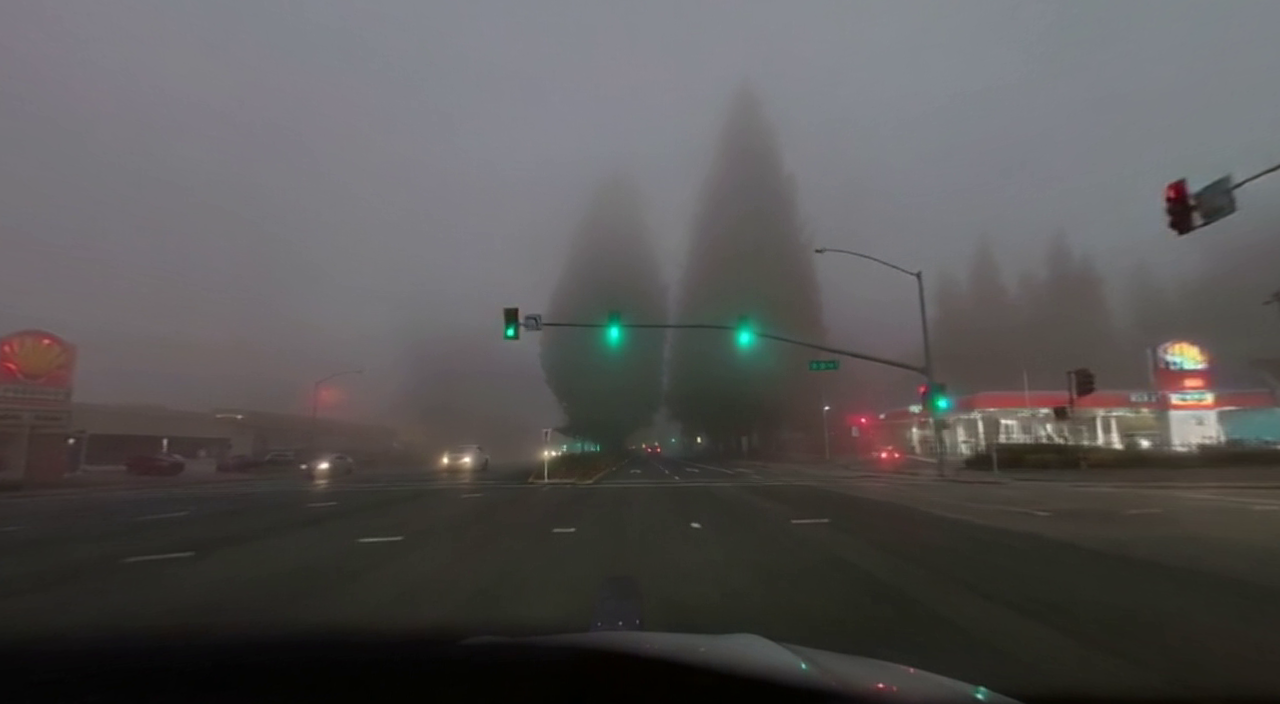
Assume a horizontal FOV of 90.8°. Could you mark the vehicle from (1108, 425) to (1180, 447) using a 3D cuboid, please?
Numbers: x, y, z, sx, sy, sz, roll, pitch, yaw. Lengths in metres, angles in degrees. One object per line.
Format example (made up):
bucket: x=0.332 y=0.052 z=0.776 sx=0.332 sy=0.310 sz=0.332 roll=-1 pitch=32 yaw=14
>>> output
vehicle: x=39.666 y=6.668 z=49.840 sx=1.929 sy=1.589 sz=4.430 roll=0 pitch=-9 yaw=-2

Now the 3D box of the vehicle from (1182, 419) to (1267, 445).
vehicle: x=45.116 y=6.254 z=48.884 sx=1.932 sy=1.875 sz=4.769 roll=0 pitch=-9 yaw=0

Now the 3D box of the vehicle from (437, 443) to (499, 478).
vehicle: x=-8.541 y=5.442 z=31.752 sx=1.913 sy=1.478 sz=4.312 roll=-4 pitch=-10 yaw=0

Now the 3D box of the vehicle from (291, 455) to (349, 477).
vehicle: x=-24.894 y=8.872 z=49.350 sx=1.866 sy=1.486 sz=4.661 roll=-1 pitch=-9 yaw=3
